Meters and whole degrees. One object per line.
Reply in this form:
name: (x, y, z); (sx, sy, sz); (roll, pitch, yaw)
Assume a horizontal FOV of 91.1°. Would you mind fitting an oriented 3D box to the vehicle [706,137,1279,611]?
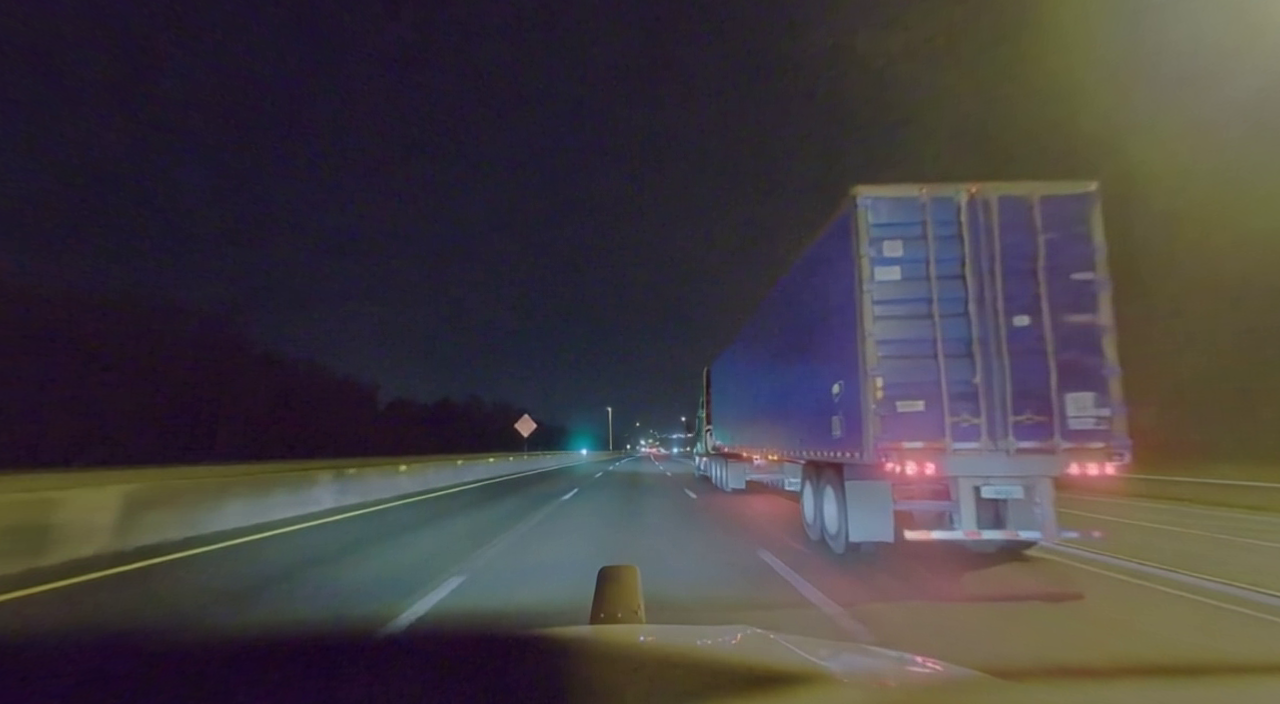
vehicle: (3.806, 1.192, 12.503); (3.244, 4.020, 14.561); (0, -9, -1)
